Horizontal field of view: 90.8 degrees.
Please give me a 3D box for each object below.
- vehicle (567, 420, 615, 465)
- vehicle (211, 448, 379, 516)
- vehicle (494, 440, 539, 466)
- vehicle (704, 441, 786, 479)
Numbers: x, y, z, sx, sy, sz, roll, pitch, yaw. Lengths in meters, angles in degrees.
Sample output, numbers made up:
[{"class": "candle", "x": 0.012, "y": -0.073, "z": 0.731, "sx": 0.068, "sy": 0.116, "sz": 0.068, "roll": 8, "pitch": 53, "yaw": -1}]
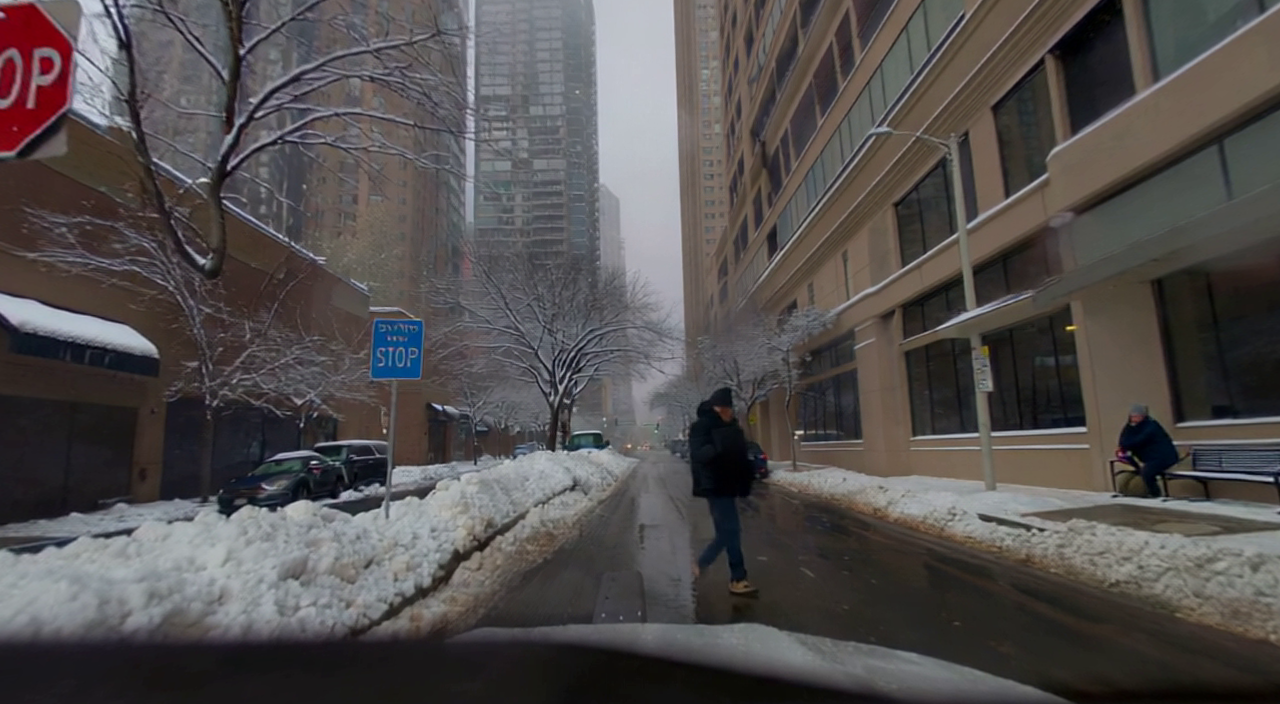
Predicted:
[{"class": "vehicle", "x": -3.008, "y": 5.763, "z": 40.226, "sx": 2.317, "sy": 2.596, "sz": 6.053, "roll": 0, "pitch": -8, "yaw": 3}, {"class": "vehicle", "x": -8.795, "y": 3.307, "z": 16.649, "sx": 2.007, "sy": 1.503, "sz": 4.343, "roll": 0, "pitch": -8, "yaw": -1}, {"class": "vehicle", "x": -8.853, "y": 7.267, "z": 45.729, "sx": 2.256, "sy": 1.802, "sz": 4.333, "roll": 0, "pitch": -8, "yaw": 2}, {"class": "vehicle", "x": 4.584, "y": 4.569, "z": 27.104, "sx": 1.858, "sy": 1.491, "sz": 4.329, "roll": -5, "pitch": -10, "yaw": 33}]
